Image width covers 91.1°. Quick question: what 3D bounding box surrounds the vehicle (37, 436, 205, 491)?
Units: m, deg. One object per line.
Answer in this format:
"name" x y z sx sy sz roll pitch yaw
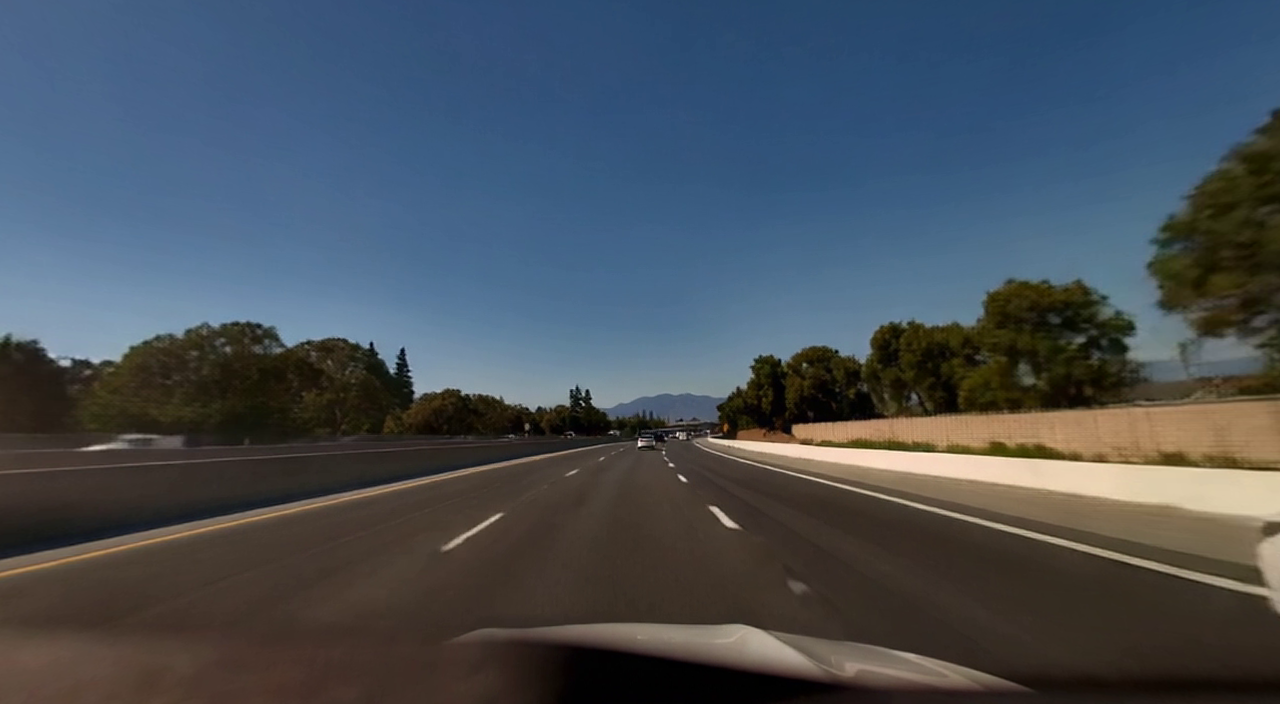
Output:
"vehicle" -15.352 3.269 18.906 1.772 1.454 3.816 0 -8 -1

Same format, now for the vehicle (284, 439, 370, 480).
"vehicle" -12.408 4.248 25.169 1.668 1.407 3.555 -1 -7 -2

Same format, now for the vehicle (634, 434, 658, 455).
"vehicle" 0.425 7.191 48.980 1.771 1.480 3.781 0 -8 0

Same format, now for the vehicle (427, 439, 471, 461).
"vehicle" -14.880 7.647 49.205 1.963 1.491 4.329 -1 -7 2
